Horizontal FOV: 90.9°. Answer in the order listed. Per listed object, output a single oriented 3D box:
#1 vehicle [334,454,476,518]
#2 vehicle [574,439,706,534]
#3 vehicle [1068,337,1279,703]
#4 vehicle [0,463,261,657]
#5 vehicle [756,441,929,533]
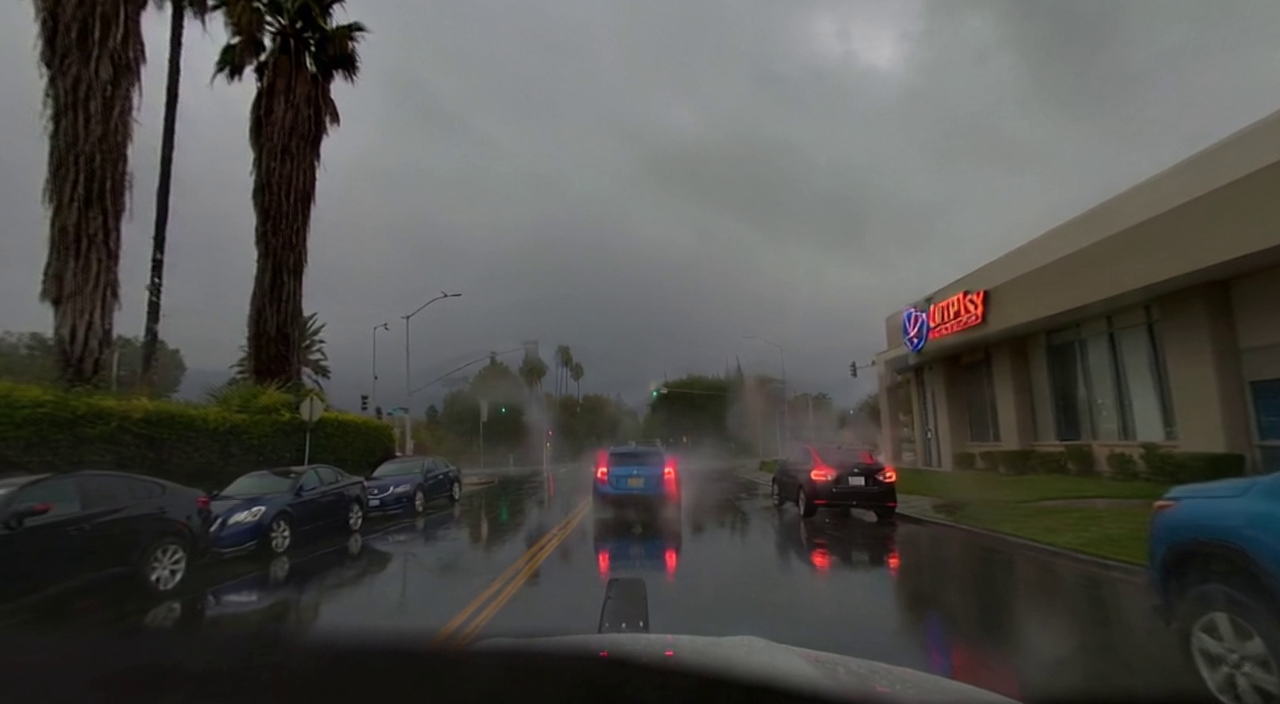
[{"bbox_3d":[-6.343,3.649,17.767,2.105,1.469,4.693,0,-8,1],"label":"vehicle"},{"bbox_3d":[-0.017,2.411,11.964,2.060,1.452,4.078,0,-8,0],"label":"vehicle"},{"bbox_3d":[3.620,0.632,1.154,2.099,1.786,5.198,0,-8,1],"label":"vehicle"},{"bbox_3d":[-6.161,1.929,6.340,1.850,1.482,4.454,0,-8,1],"label":"vehicle"},{"bbox_3d":[3.583,2.440,12.135,1.821,1.417,4.454,0,-8,-1],"label":"vehicle"}]
